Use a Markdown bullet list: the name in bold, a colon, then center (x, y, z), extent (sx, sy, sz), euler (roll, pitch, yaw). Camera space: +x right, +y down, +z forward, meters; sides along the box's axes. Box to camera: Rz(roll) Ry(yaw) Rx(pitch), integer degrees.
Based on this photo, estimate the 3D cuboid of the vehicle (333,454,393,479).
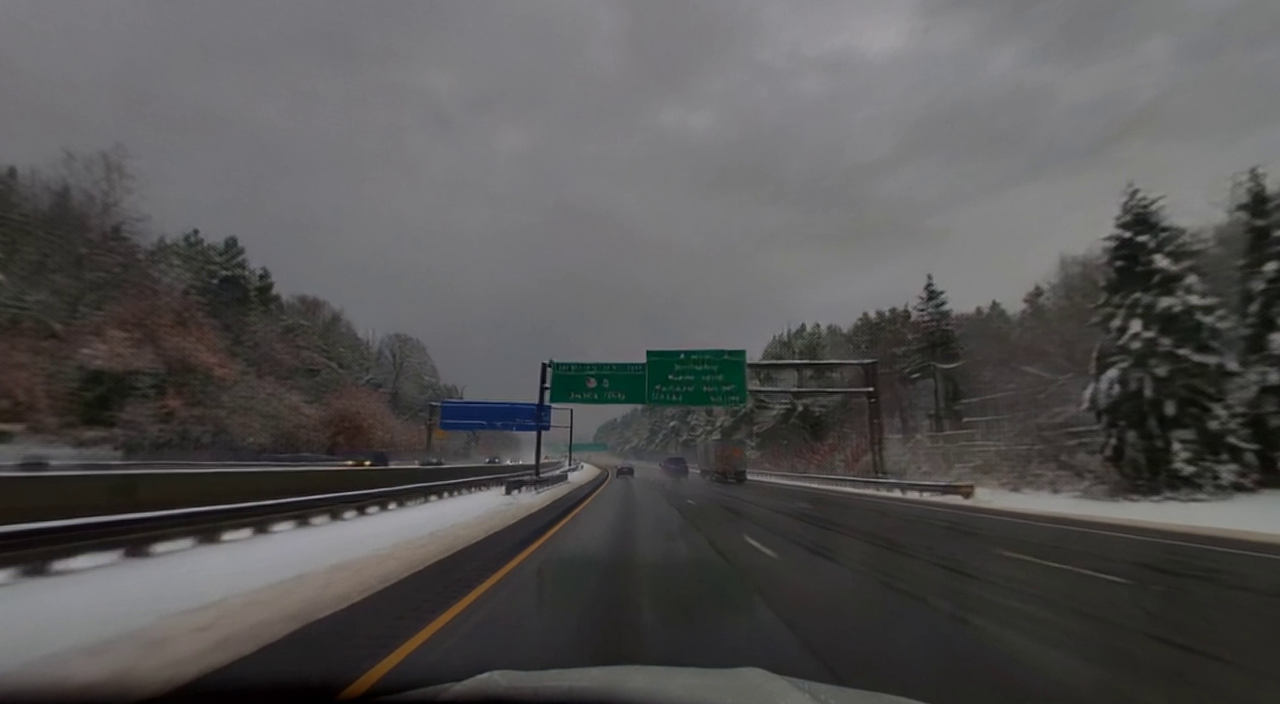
- **vehicle**: center (-18.363, 7.619, 41.983), extent (1.966, 1.552, 4.329), euler (1, -11, 0)
